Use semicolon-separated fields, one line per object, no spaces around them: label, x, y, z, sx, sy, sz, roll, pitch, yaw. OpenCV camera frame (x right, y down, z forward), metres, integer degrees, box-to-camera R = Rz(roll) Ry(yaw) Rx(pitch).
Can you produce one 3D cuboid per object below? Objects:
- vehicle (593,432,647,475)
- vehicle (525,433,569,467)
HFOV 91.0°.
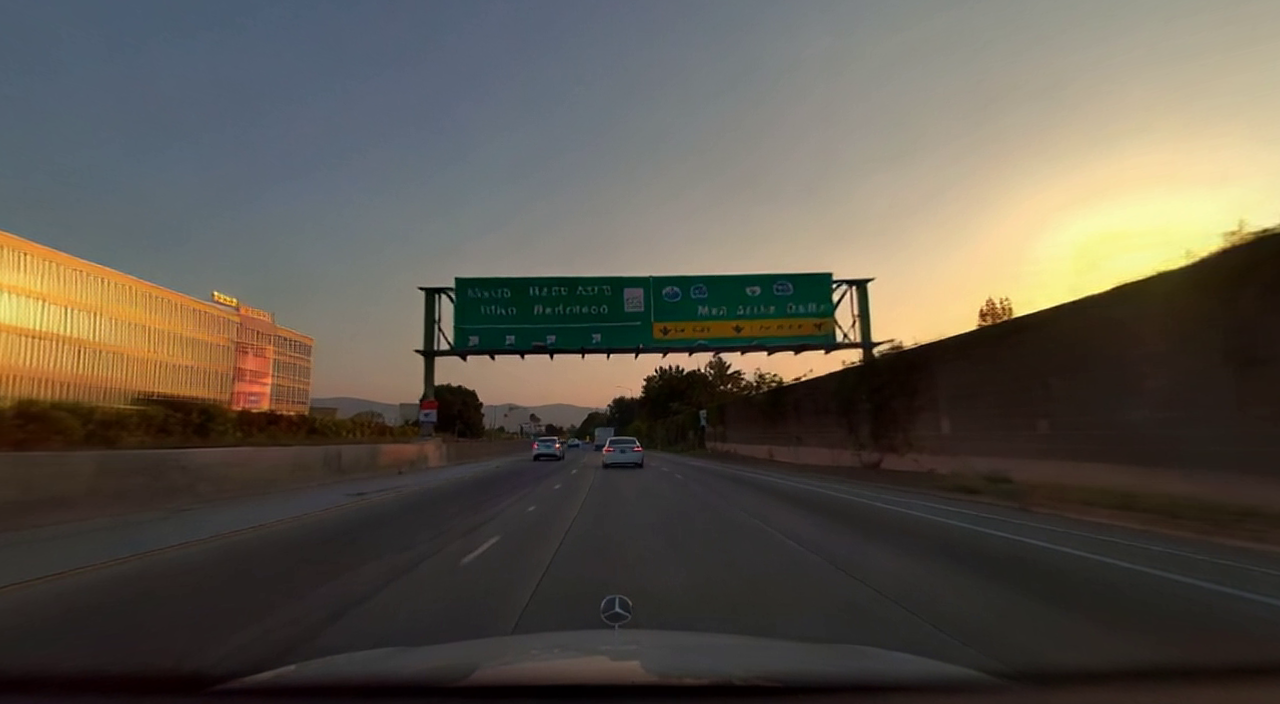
vehicle;-0.897;4.237;26.466;2.078;1.608;3.982;0;-8;-3
vehicle;-5.209;5.551;35.804;2.080;1.733;4.410;0;-8;-3
